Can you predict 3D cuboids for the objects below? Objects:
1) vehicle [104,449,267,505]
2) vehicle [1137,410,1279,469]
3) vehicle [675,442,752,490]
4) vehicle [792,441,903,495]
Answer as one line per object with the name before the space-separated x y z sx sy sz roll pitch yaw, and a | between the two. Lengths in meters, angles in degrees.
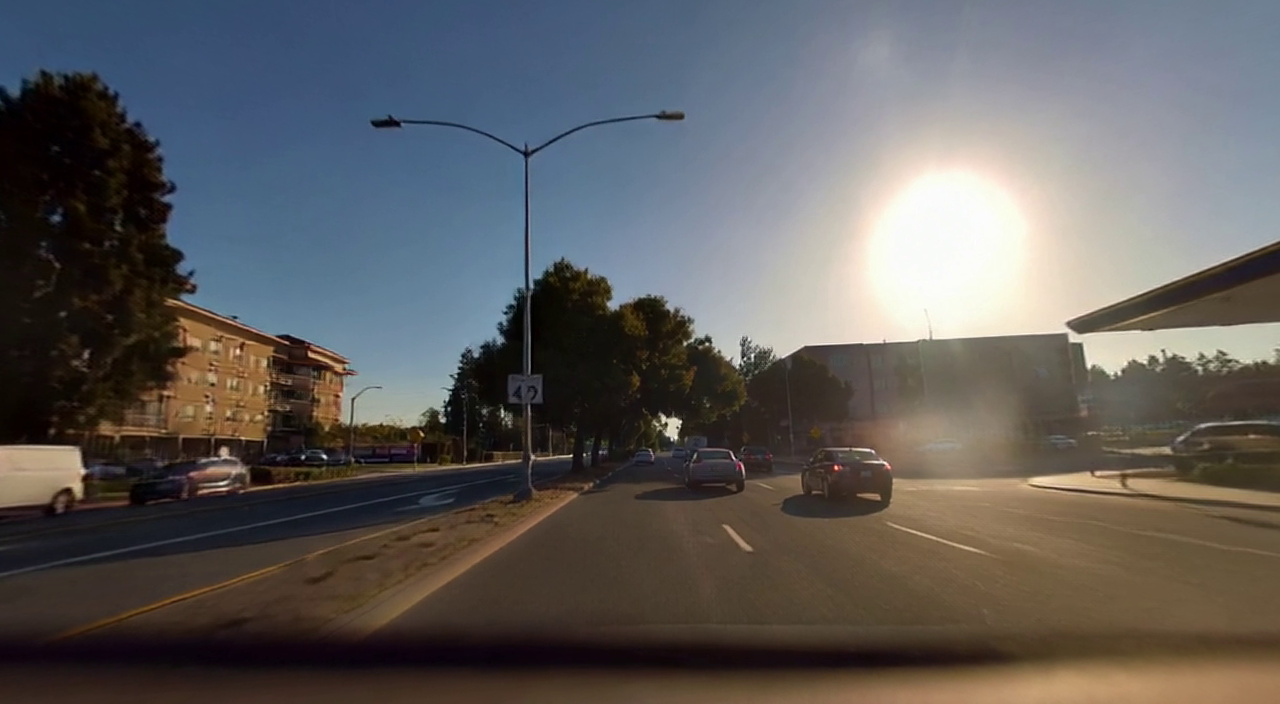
vehicle | -15.761 4.306 22.197 2.006 1.714 4.829 0 -9 2
vehicle | 23.805 3.562 25.496 2.152 2.069 6.067 -1 -8 -1
vehicle | 2.399 3.870 21.688 1.971 1.479 4.493 0 -9 -2
vehicle | 6.335 3.562 19.764 1.918 1.484 4.456 0 -8 -1
